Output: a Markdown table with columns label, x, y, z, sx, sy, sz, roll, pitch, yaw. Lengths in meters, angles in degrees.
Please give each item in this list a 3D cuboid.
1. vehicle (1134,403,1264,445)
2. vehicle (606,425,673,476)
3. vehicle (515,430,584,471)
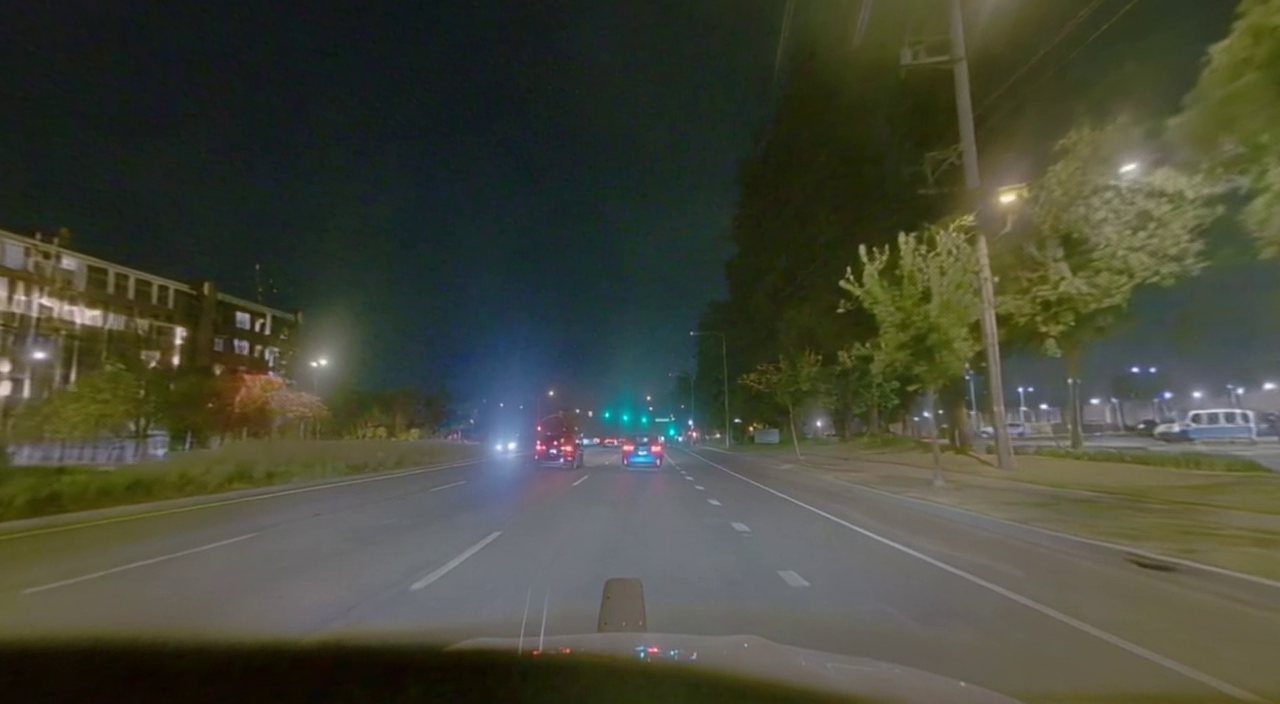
| label | x | y | z | sx | sy | sz | roll | pitch | yaw |
| --- | --- | --- | --- | --- | --- | --- | --- | --- | --- |
| vehicle | 22.012 | 2.945 | 25.121 | 1.833 | 1.471 | 4.656 | -2 | -9 | 14 |
| vehicle | -0.007 | 3.553 | 22.948 | 2.199 | 1.652 | 4.101 | 0 | -8 | 0 |
| vehicle | -3.542 | 3.978 | 25.642 | 1.942 | 1.462 | 4.905 | 0 | -8 | 2 |
